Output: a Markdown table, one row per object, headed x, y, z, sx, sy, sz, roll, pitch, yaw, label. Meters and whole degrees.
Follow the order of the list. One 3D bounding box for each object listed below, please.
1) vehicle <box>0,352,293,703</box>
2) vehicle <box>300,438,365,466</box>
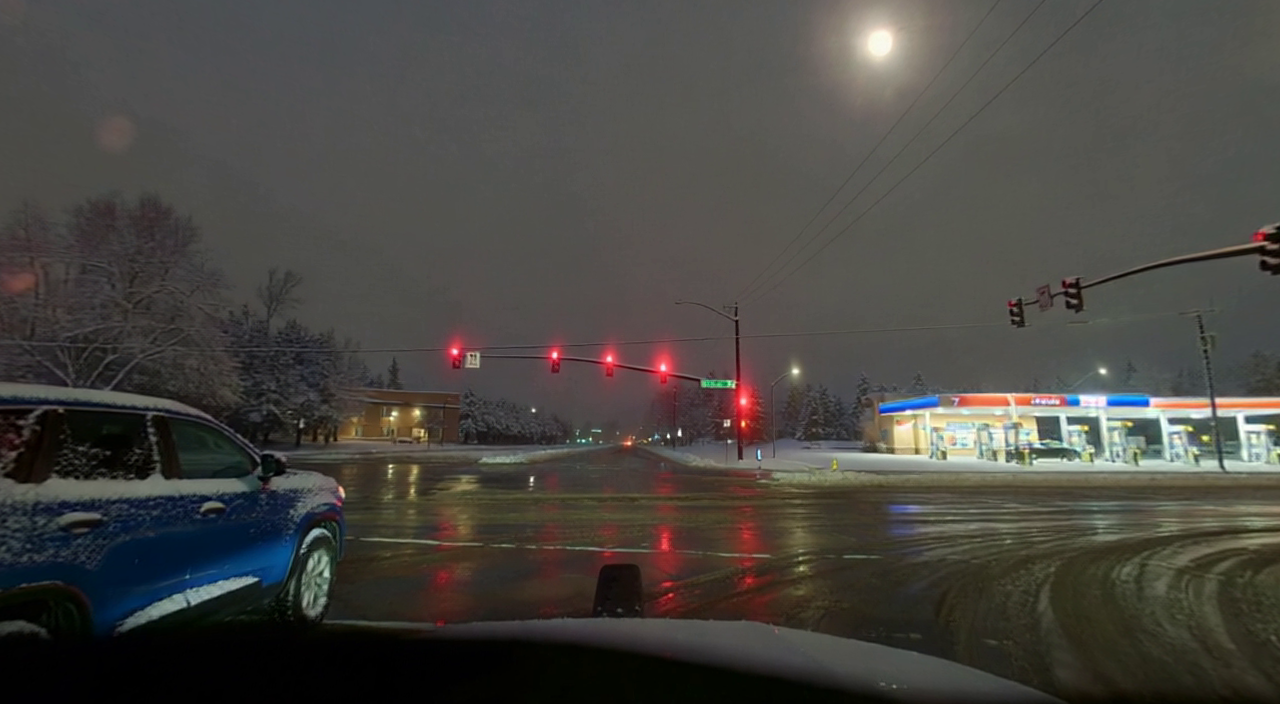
| x | y | z | sx | sy | sz | roll | pitch | yaw | label |
| --- | --- | --- | --- | --- | --- | --- | --- | --- | --- |
| -3.422 | 0.805 | 2.035 | 2.053 | 1.690 | 4.364 | 0 | -9 | 1 | vehicle |
| -20.473 | 6.675 | 42.137 | 2.004 | 1.699 | 4.486 | 0 | -9 | 1 | vehicle |
